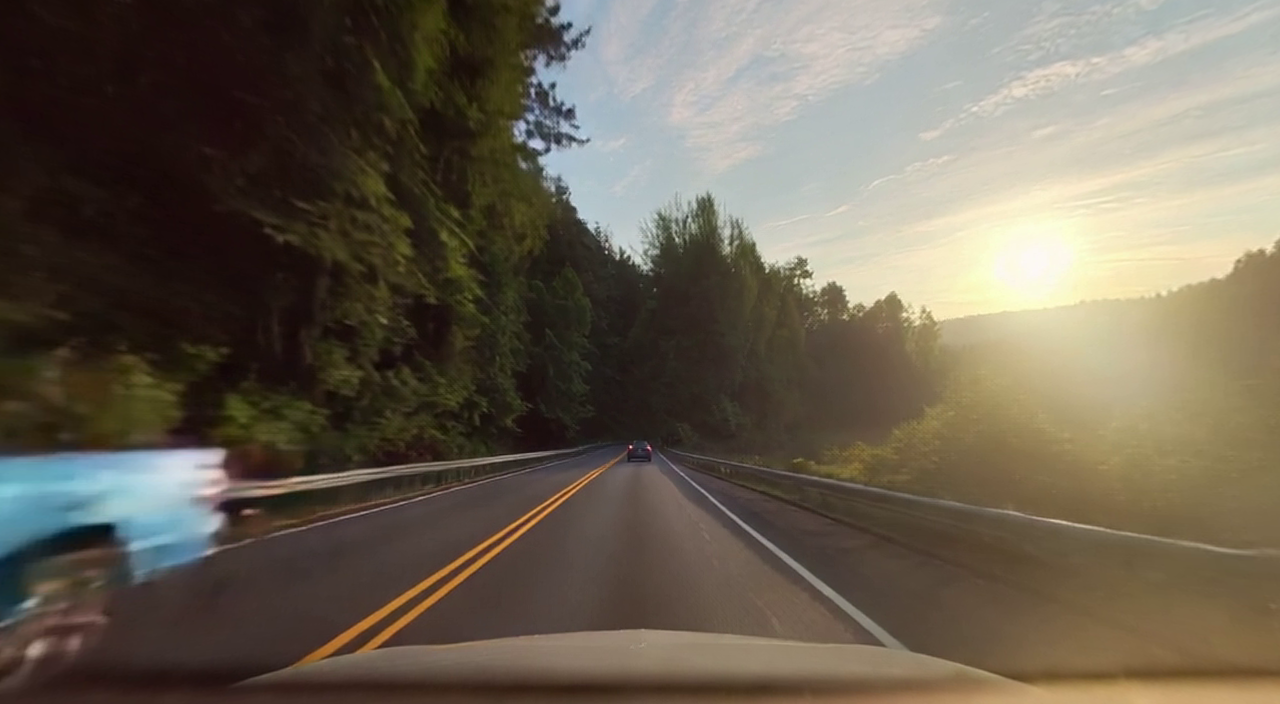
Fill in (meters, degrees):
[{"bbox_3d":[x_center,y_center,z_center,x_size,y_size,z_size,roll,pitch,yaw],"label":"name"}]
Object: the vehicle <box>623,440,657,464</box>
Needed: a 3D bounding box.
[{"bbox_3d":[-0.007,6.513,41.348,2.120,1.491,4.349,0,-8,0],"label":"vehicle"}]
